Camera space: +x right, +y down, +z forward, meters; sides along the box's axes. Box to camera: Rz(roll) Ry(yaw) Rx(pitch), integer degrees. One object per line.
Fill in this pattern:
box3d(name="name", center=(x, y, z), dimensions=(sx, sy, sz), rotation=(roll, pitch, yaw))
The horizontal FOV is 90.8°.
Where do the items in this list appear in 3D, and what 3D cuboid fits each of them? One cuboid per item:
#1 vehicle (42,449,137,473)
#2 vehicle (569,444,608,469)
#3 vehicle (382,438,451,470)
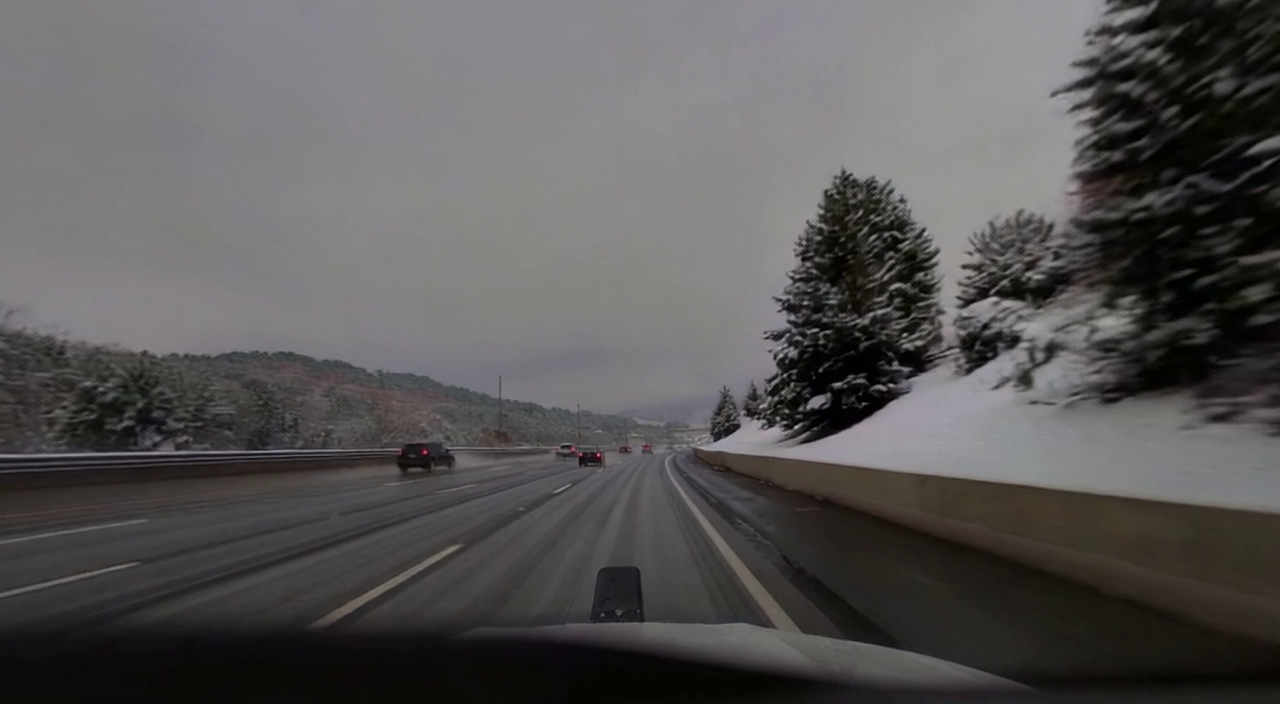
box3d(name="vehicle", center=(-36.532, 7.218, 42.117), dimensions=(1.843, 1.514, 4.935), rotation=(0, -9, 1))
box3d(name="vehicle", center=(-3.174, 6.501, 39.472), dimensions=(1.931, 1.492, 4.076), rotation=(0, -9, 2))
box3d(name="vehicle", center=(-12.983, 5.974, 37.054), dimensions=(2.076, 1.766, 4.831), rotation=(0, -9, 2))
